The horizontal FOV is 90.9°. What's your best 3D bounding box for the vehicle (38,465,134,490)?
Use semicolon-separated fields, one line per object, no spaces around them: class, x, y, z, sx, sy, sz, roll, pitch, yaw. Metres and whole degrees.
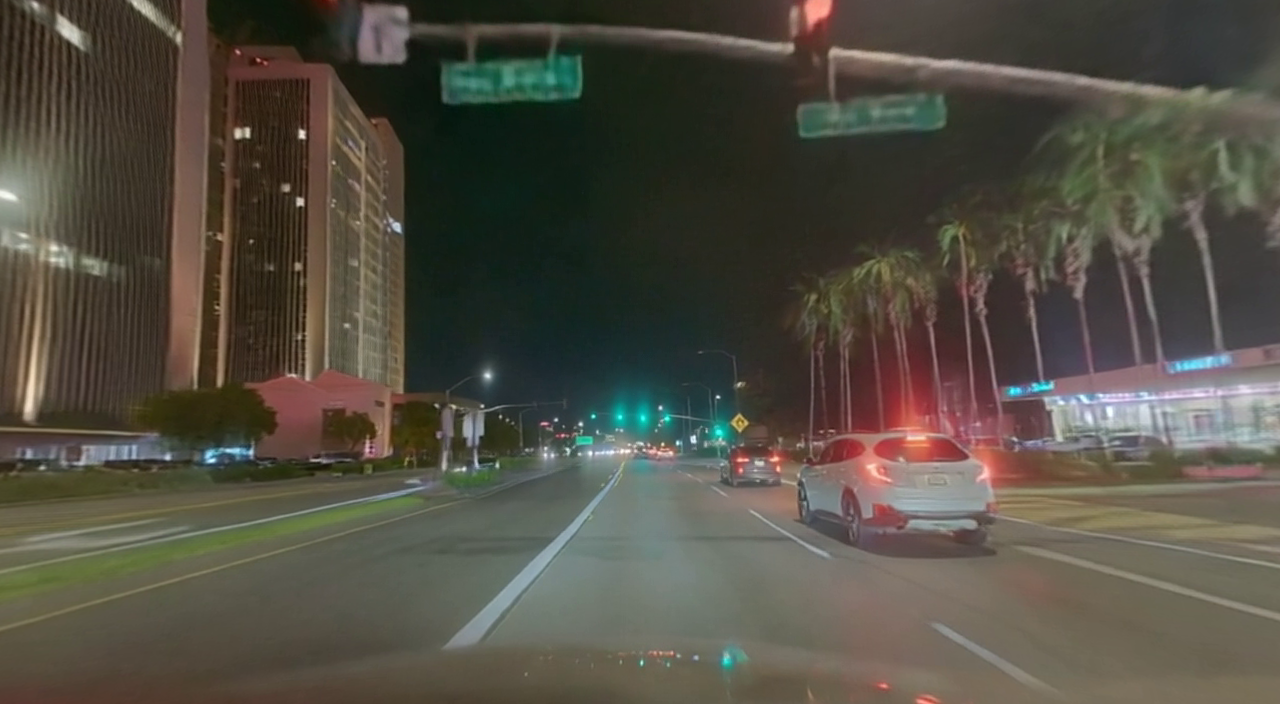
vehicle;-36.365;8.240;41.445;4.500;1.448;1.901;-1;-8;1

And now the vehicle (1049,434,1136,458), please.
vehicle;29.177;6.072;40.786;1.759;1.440;4.112;3;-9;-24

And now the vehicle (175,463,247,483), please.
vehicle;-32.745;9.224;48.148;4.252;1.419;1.997;-2;-9;11

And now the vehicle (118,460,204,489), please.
vehicle;-33.514;8.559;44.216;4.422;1.599;2.087;-4;-8;1

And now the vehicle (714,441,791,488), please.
vehicle;3.877;3.964;22.579;1.870;1.467;4.800;0;-9;0

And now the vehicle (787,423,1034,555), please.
vehicle;3.683;1.938;9.571;1.931;1.534;4.126;-1;-9;1
